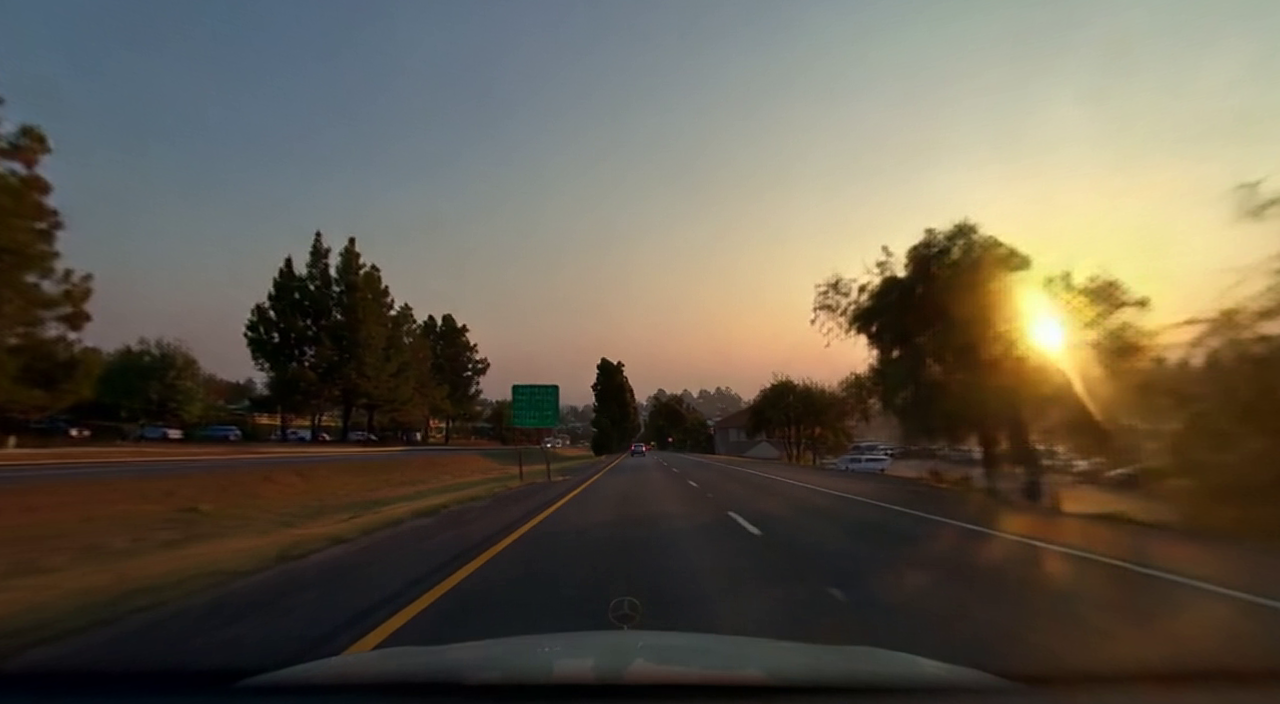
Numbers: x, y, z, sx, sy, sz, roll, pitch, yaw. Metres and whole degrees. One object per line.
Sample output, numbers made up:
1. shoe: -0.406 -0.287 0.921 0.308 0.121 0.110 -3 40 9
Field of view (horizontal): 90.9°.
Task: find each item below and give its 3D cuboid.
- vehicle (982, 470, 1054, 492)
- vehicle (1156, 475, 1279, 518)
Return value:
1. vehicle: 28.822 9.833 48.257 4.599 1.466 1.982 -4 -9 28
2. vehicle: 29.184 7.149 31.492 4.895 1.819 2.060 -5 -10 32
